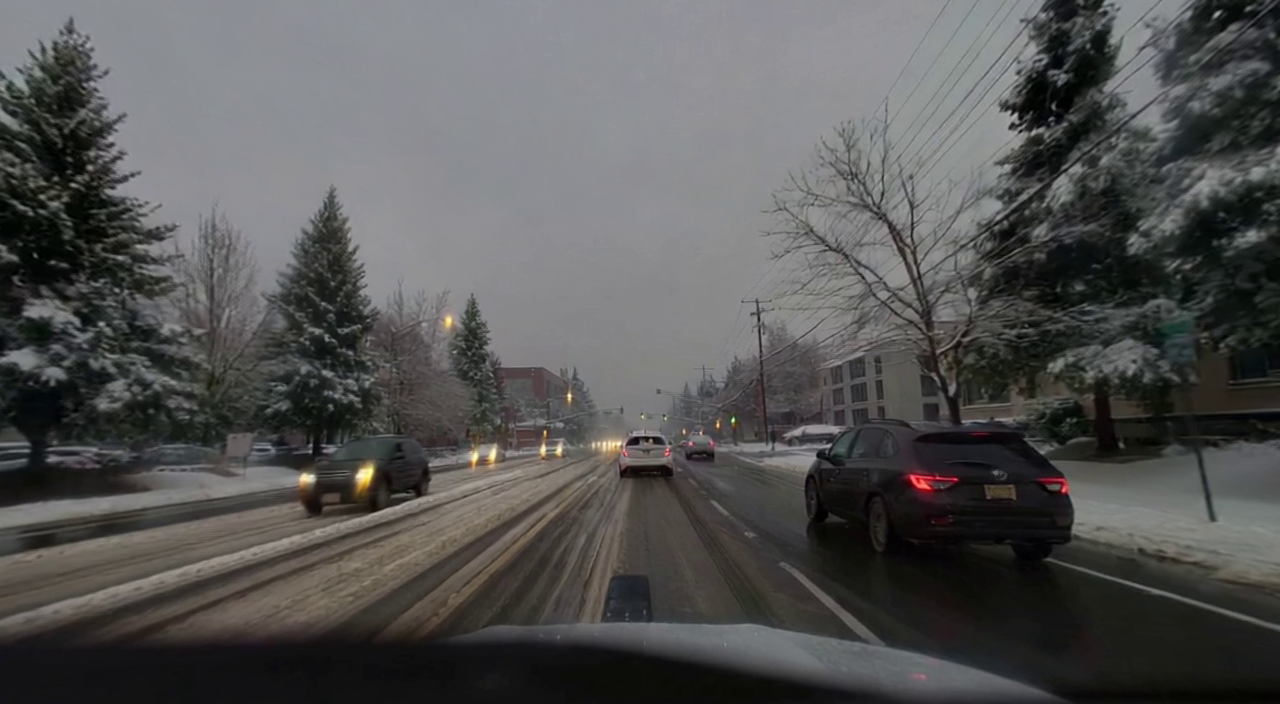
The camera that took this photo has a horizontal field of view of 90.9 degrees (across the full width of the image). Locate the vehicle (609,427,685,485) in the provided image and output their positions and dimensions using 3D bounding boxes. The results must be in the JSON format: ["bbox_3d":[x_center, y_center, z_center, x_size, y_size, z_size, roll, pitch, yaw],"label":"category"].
[{"bbox_3d":[0.205,3.307,20.360,2.200,1.653,4.127,0,-8,0],"label":"vehicle"}]

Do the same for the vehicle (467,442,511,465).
[{"bbox_3d":[-10.376,7.014,43.578,1.967,1.494,4.483,0,-8,0],"label":"vehicle"}]

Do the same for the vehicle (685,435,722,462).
[{"bbox_3d":[3.781,5.843,38.193,1.880,1.503,4.130,0,-8,1],"label":"vehicle"}]

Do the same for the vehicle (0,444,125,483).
[{"bbox_3d":[-22.556,4.198,23.923,4.289,1.387,1.950,0,-8,0],"label":"vehicle"}]

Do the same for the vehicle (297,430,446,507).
[{"bbox_3d":[-6.605,2.901,16.127,1.936,1.681,4.274,0,-8,0],"label":"vehicle"}]

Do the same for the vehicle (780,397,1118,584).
[{"bbox_3d":[3.375,1.608,8.153,2.024,1.711,4.512,0,-8,0],"label":"vehicle"}]
